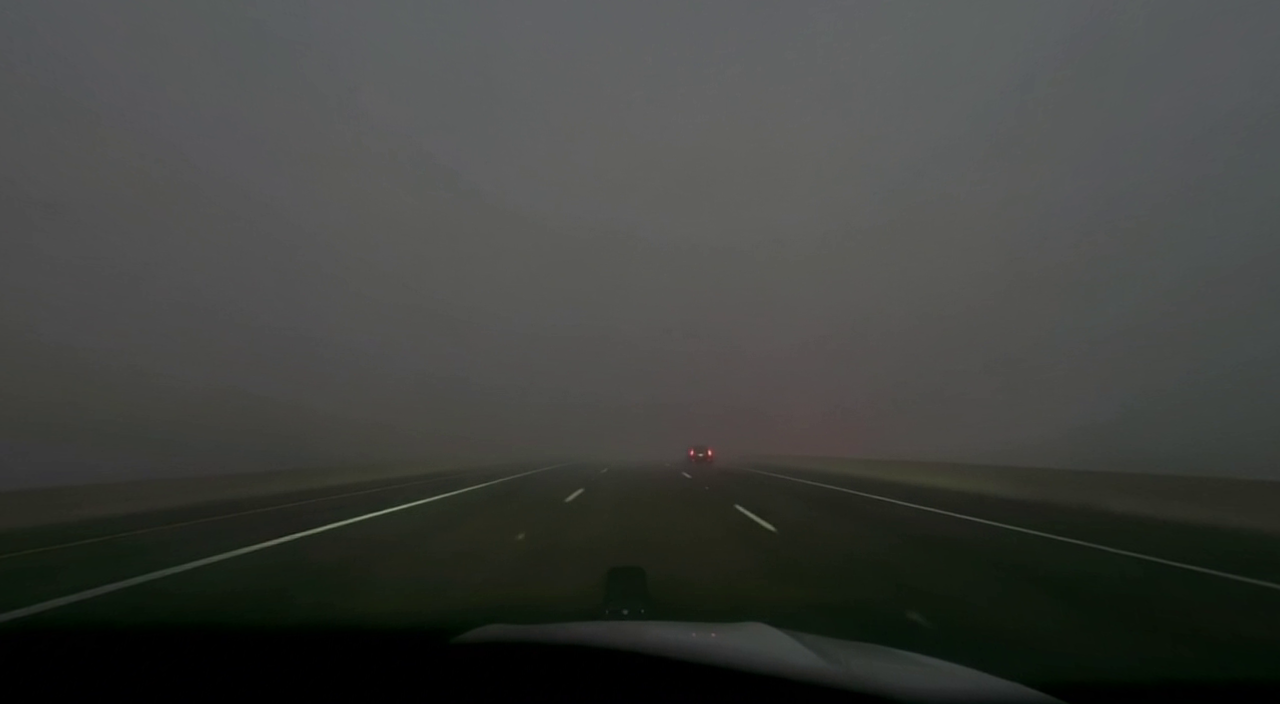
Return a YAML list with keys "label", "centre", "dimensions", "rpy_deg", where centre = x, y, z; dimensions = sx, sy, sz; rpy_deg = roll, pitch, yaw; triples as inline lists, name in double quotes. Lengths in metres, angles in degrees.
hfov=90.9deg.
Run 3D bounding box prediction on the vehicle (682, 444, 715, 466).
- label: "vehicle"
  centre: [4.130, 7.342, 45.105]
  dimensions: [2.003, 1.520, 4.058]
  rpy_deg: [0, -9, 0]
